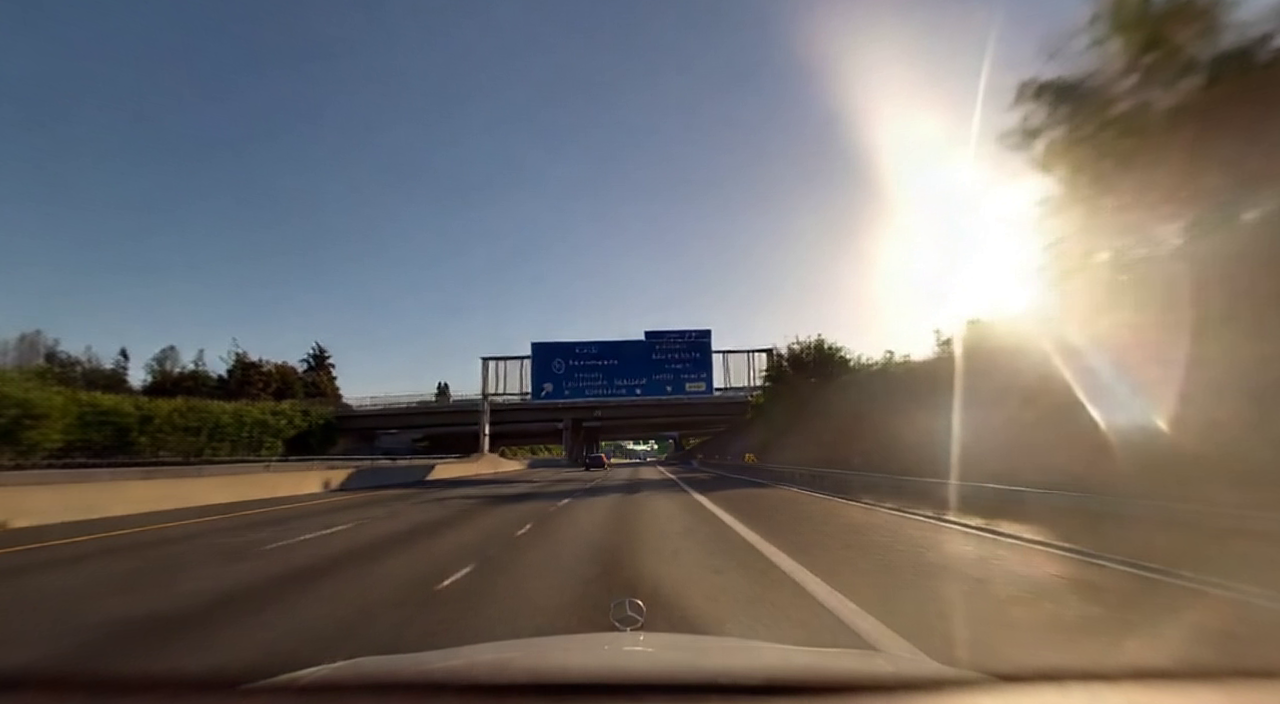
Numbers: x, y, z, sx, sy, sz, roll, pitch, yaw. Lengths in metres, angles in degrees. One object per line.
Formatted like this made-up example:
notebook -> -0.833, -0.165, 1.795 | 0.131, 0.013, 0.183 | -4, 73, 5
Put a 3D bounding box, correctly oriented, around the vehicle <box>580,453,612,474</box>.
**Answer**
vehicle -> -3.300, 8.431, 47.922 | 2.041, 1.512, 3.996 | 0, -9, 0
